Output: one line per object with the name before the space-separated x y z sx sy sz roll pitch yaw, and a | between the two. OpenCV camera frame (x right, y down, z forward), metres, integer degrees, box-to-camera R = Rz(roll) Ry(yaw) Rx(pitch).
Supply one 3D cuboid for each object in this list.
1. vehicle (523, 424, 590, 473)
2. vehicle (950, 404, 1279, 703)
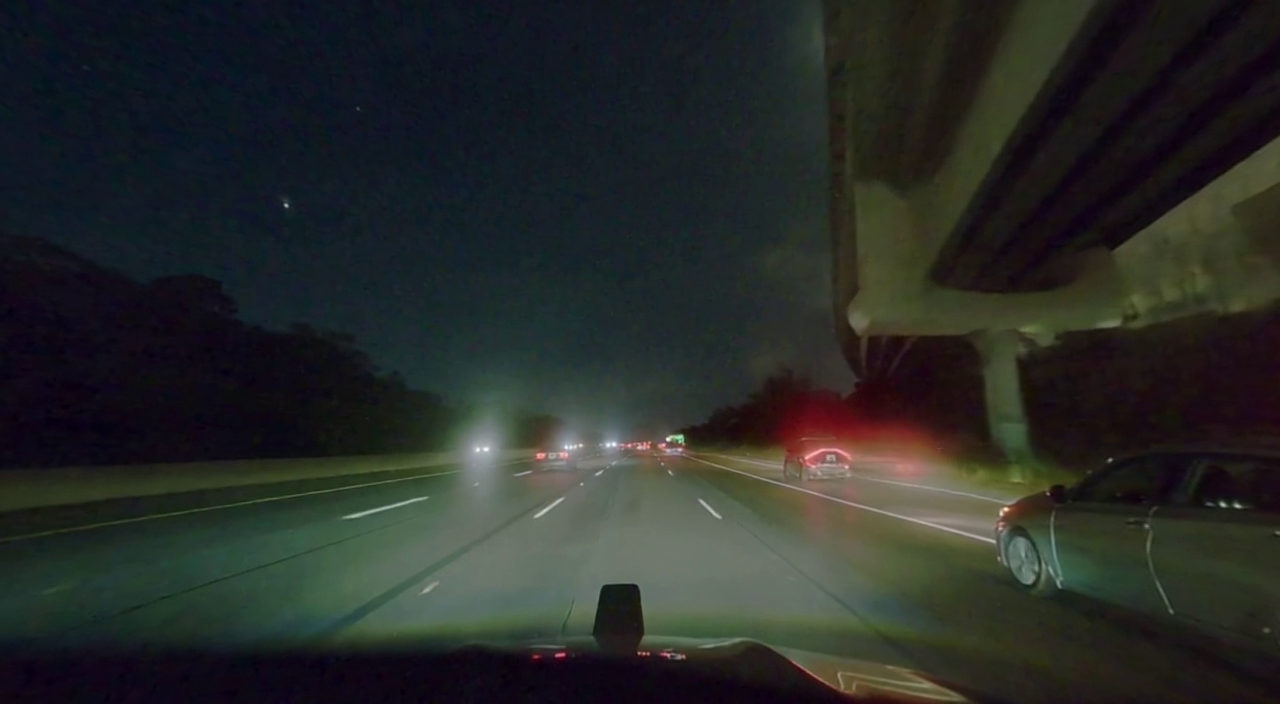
vehicle | -4.037 4.877 31.829 2.496 2.203 6.317 0 -9 0
vehicle | 3.652 1.036 2.850 2.047 1.532 4.884 0 -9 0
